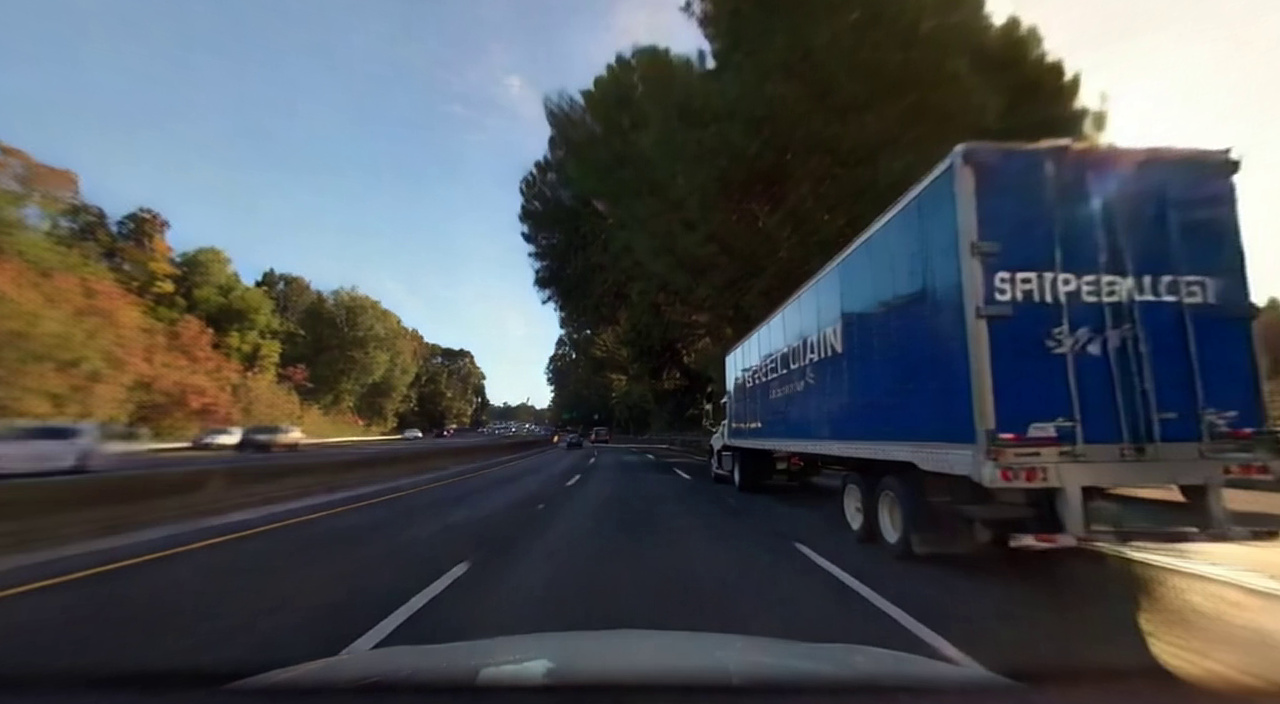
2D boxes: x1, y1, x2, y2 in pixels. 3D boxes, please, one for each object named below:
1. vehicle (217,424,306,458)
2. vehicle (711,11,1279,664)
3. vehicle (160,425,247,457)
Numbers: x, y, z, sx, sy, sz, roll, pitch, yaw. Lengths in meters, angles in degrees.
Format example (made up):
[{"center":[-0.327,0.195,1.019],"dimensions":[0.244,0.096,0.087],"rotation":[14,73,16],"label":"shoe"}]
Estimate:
[{"center":[-19.593,4.642,32.889],"dimensions":[1.912,1.649,4.609],"rotation":[0,-8,-2],"label":"vehicle"},{"center":[3.723,0.728,10.978],"dimensions":[2.910,4.051,14.278],"rotation":[0,-8,-2],"label":"vehicle"},{"center":[-26.801,5.492,38.927],"dimensions":[1.960,1.814,4.736],"rotation":[0,-8,0],"label":"vehicle"}]
